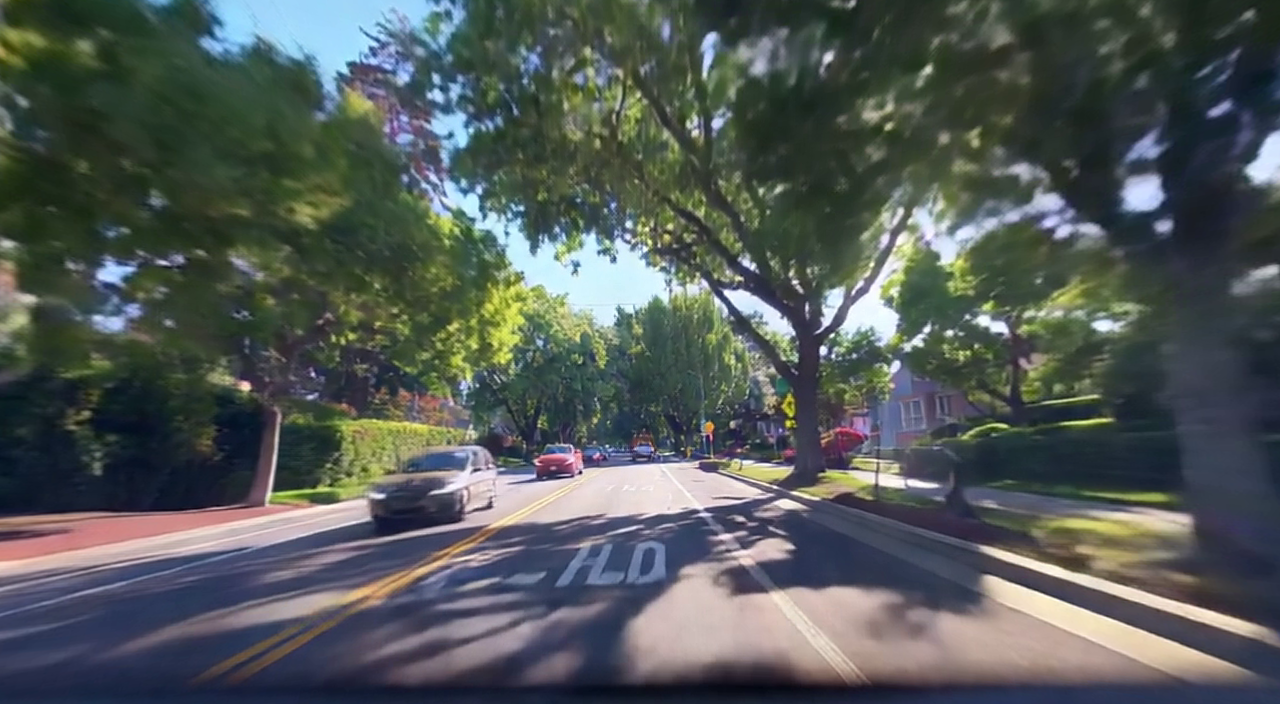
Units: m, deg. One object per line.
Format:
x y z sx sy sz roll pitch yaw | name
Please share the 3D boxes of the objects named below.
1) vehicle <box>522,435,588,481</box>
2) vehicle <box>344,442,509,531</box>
-3.911 4.994 29.959 2.267 1.975 5.112 0 -9 2 | vehicle
-4.183 2.673 13.166 1.905 1.510 4.172 -1 -9 1 | vehicle
